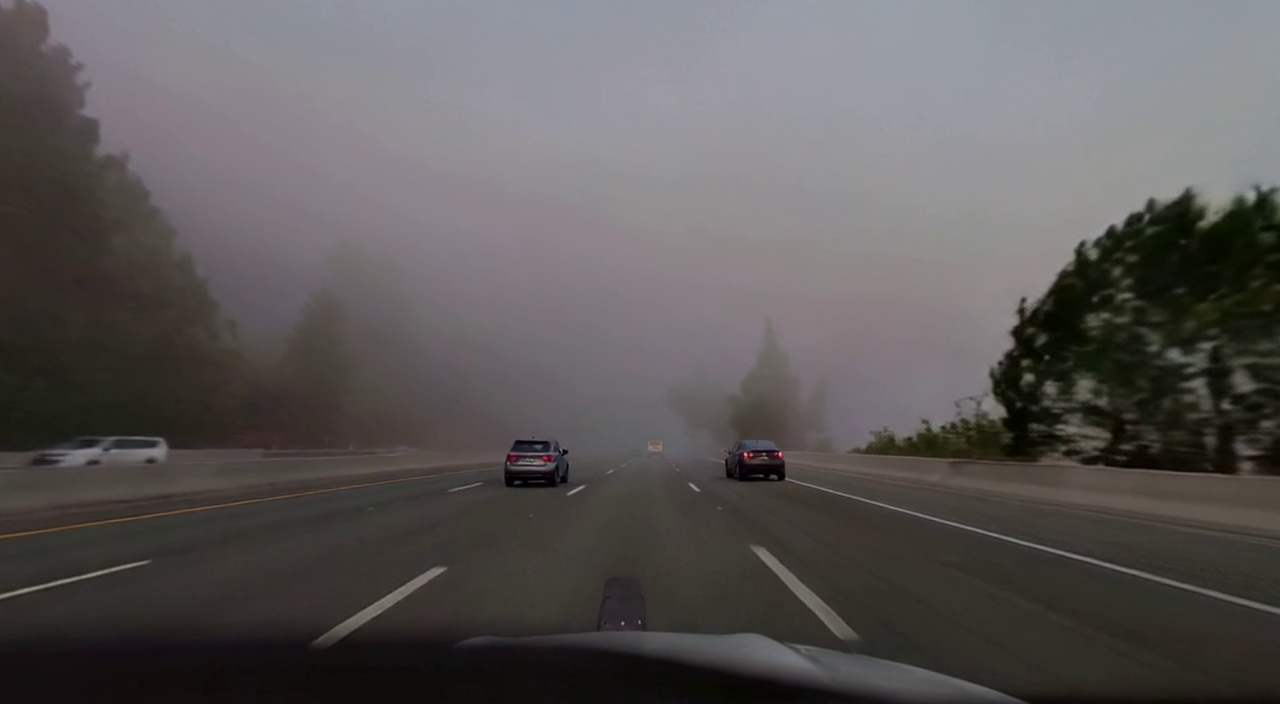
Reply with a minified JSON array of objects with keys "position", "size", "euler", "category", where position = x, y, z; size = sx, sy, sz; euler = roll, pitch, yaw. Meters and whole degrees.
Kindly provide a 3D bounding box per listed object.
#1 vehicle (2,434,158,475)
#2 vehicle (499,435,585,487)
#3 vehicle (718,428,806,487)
[{"position":[-24.468,4.509,27.790],"size":[1.959,1.618,5.251],"euler":[0,-8,2],"category":"vehicle"},{"position":[-3.244,3.703,21.698],"size":[2.166,1.608,4.297],"euler":[0,-8,2],"category":"vehicle"},{"position":[4.090,3.627,21.853],"size":[2.149,1.796,4.487],"euler":[0,-8,0],"category":"vehicle"}]
